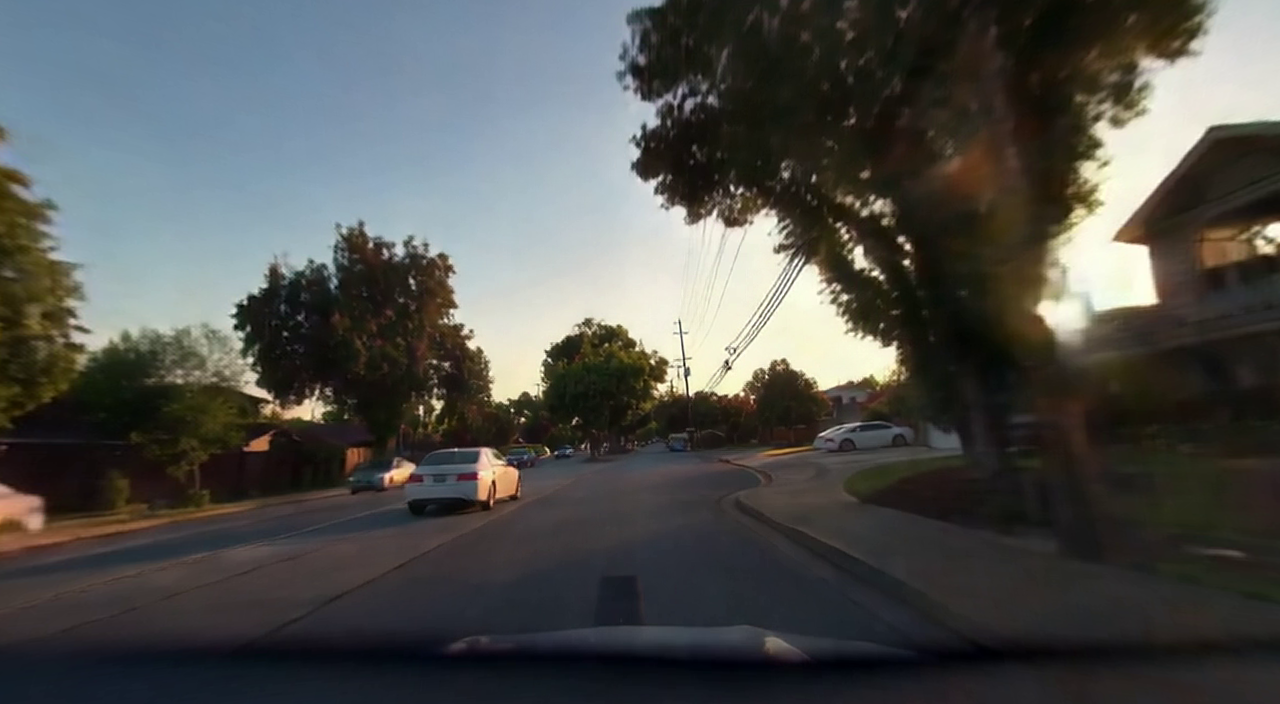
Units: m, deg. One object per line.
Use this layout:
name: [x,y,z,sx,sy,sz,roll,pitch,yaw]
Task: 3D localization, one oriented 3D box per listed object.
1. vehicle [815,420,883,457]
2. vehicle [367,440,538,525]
vehicle: [11.108,4.689,34.035,2.121,1.799,5.124,-1,-9,3]
vehicle: [-3.645,2.616,13.330,2.041,1.471,4.602,0,-8,2]
